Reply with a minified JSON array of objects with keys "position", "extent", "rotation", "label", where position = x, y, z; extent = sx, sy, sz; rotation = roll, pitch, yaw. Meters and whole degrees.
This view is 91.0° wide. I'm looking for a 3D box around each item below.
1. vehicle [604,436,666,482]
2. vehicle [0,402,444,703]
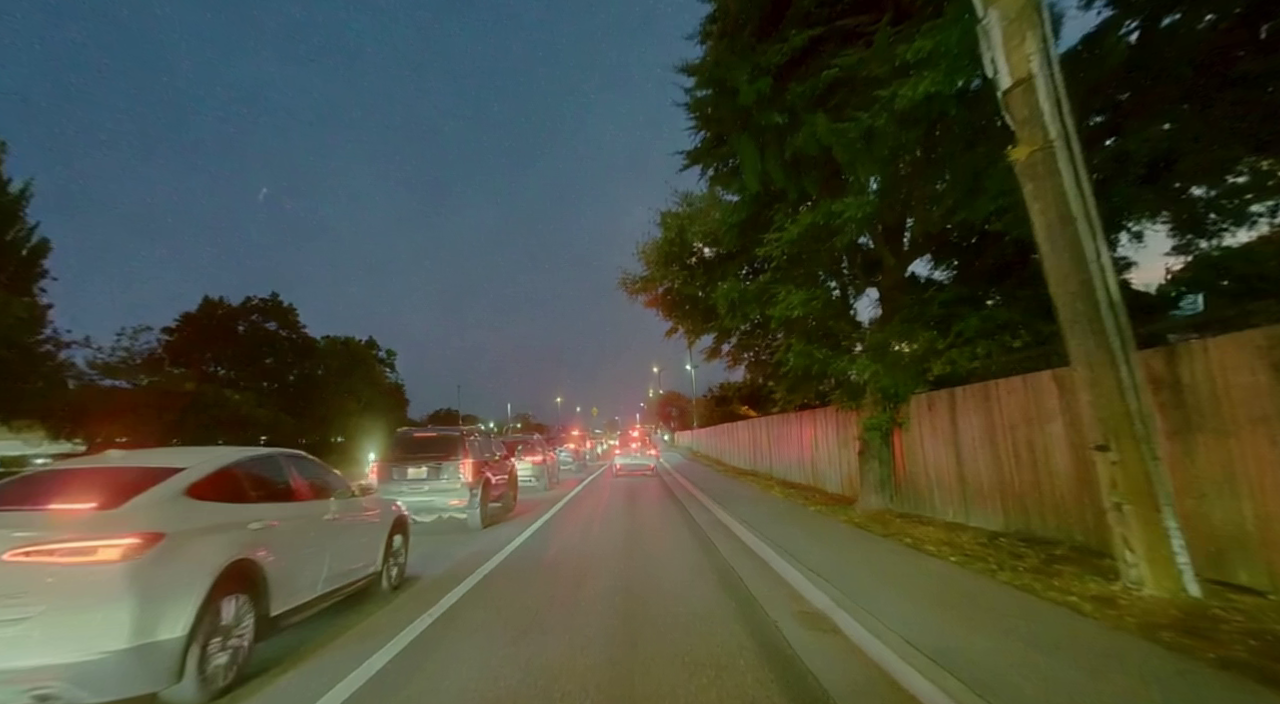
[{"position":[-0.148,3.728,22.259],"extent":[1.995,1.460,3.865],"rotation":[0,-8,0],"label":"vehicle"},{"position":[-3.027,1.222,4.256],"extent":[1.966,1.472,4.305],"rotation":[0,-8,1],"label":"vehicle"}]
